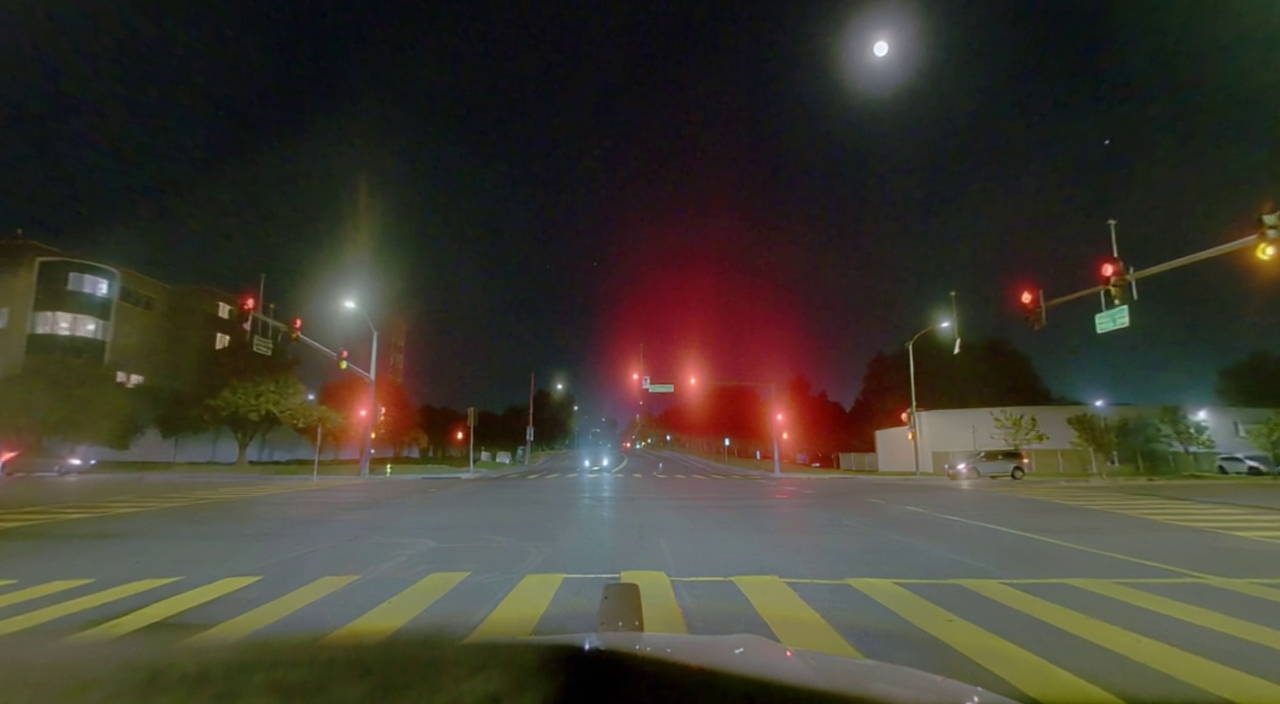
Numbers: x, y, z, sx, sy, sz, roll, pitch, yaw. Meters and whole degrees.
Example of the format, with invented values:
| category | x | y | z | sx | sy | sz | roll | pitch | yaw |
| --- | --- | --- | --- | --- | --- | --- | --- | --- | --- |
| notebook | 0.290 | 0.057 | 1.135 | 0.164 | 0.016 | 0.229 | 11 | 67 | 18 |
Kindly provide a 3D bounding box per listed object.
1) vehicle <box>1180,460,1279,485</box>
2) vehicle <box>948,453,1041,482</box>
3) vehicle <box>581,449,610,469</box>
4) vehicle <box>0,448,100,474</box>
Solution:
| category | x | y | z | sx | sy | sz | roll | pitch | yaw |
| --- | --- | --- | --- | --- | --- | --- | --- | --- | --- |
| vehicle | 36.224 | 7.309 | 38.297 | 4.976 | 1.428 | 1.929 | 0 | -8 | -1 |
| vehicle | 21.103 | 6.874 | 37.585 | 4.447 | 1.623 | 1.801 | 0 | -9 | -3 |
| vehicle | -3.440 | 8.362 | 49.227 | 1.908 | 1.441 | 4.142 | 0 | -8 | 1 |
| vehicle | -35.138 | 6.419 | 37.191 | 4.741 | 1.447 | 1.807 | 0 | -9 | 0 |
